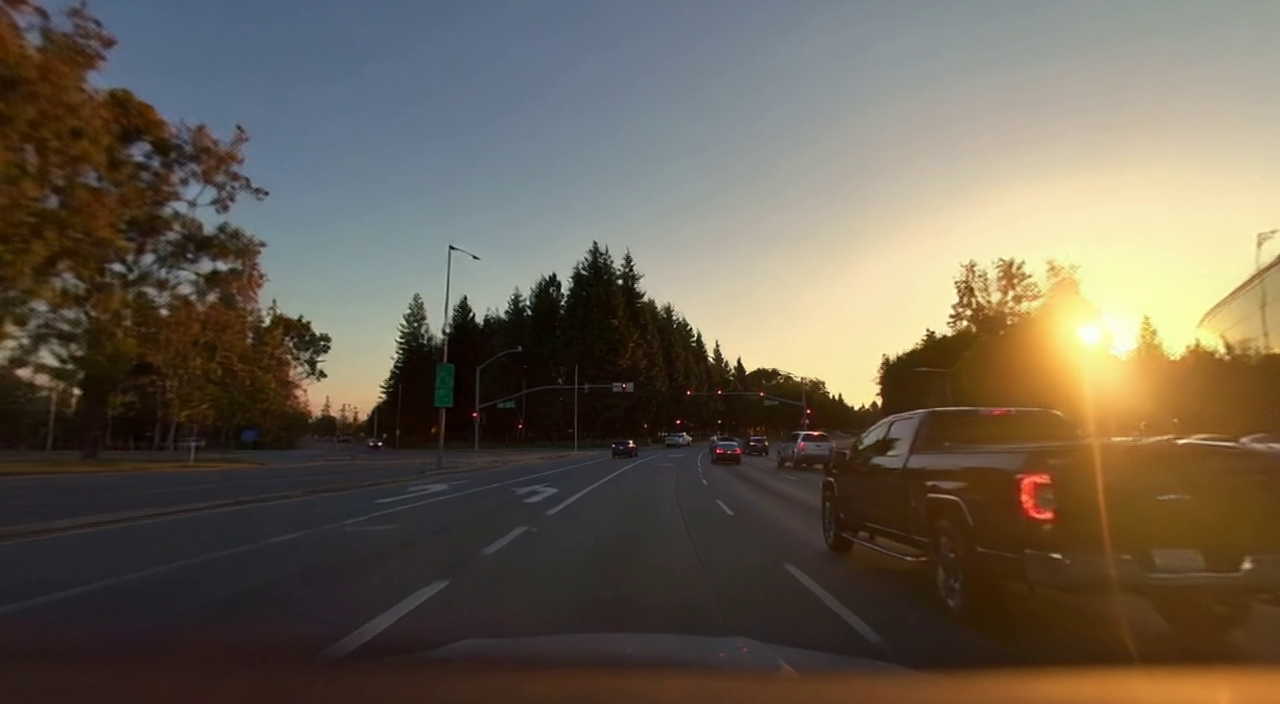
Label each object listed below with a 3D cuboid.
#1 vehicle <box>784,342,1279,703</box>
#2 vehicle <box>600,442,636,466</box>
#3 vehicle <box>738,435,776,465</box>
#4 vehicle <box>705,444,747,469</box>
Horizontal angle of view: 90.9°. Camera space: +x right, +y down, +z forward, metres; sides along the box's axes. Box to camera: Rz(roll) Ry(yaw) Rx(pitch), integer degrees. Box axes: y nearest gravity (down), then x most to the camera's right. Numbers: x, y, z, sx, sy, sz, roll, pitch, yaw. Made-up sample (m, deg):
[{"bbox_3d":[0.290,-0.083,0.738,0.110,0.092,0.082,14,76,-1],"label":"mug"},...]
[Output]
[{"bbox_3d":[3.200,1.250,5.806,2.333,1.777,5.713,0,-8,-1],"label":"vehicle"},{"bbox_3d":[-1.483,7.078,43.762,1.958,1.542,4.175,-1,-9,5],"label":"vehicle"},{"bbox_3d":[9.044,7.592,49.070,2.186,2.202,5.426,-1,-9,3],"label":"vehicle"},{"bbox_3d":[5.720,6.989,42.405,2.292,1.563,4.734,-1,-8,2],"label":"vehicle"}]
